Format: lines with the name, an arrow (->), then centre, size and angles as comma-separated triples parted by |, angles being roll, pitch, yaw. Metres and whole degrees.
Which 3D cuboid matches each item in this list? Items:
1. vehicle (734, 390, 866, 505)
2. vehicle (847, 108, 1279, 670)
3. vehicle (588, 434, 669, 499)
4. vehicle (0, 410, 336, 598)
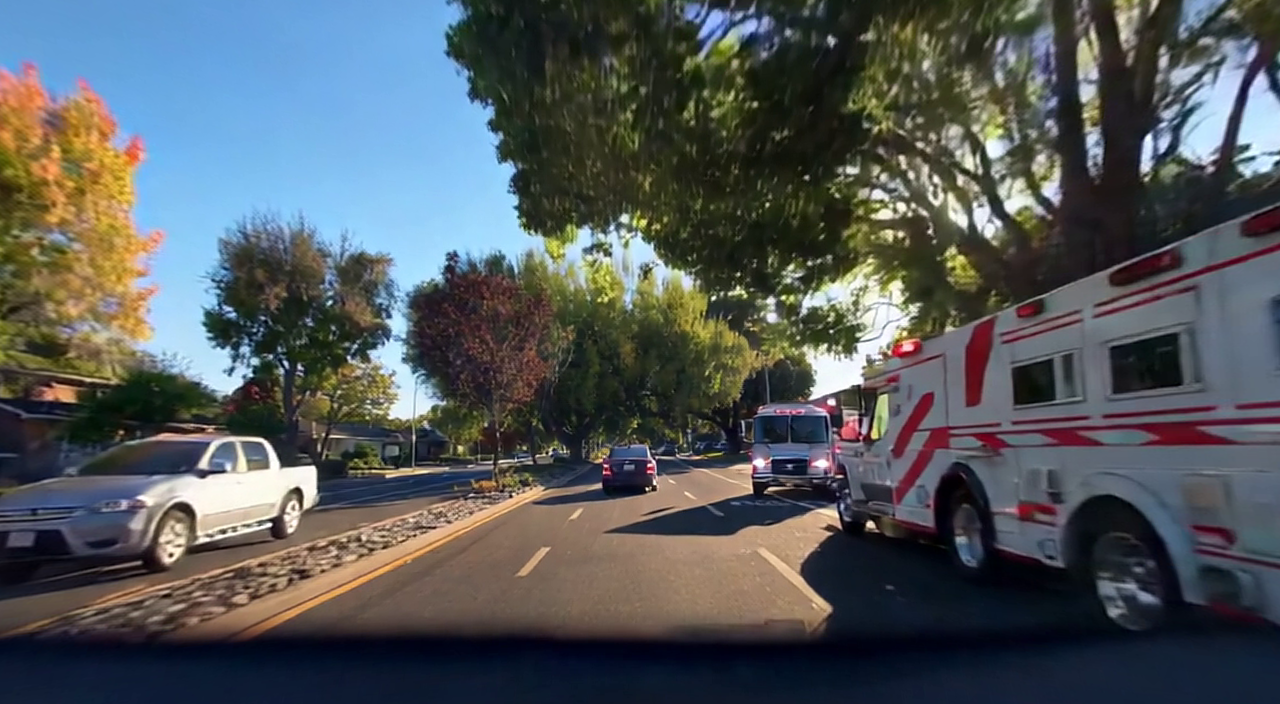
vehicle -> 5.017, 2.887, 19.020 | 2.654, 2.824, 5.794 | -7, -10, 23
vehicle -> 5.113, 0.578, 5.822 | 2.885, 3.246, 9.408 | 0, -10, -2
vehicle -> -0.271, 3.273, 18.420 | 2.106, 1.655, 3.717 | 0, -8, 1
vehicle -> -6.468, 1.894, 8.894 | 2.165, 1.876, 4.903 | 0, -8, -3
